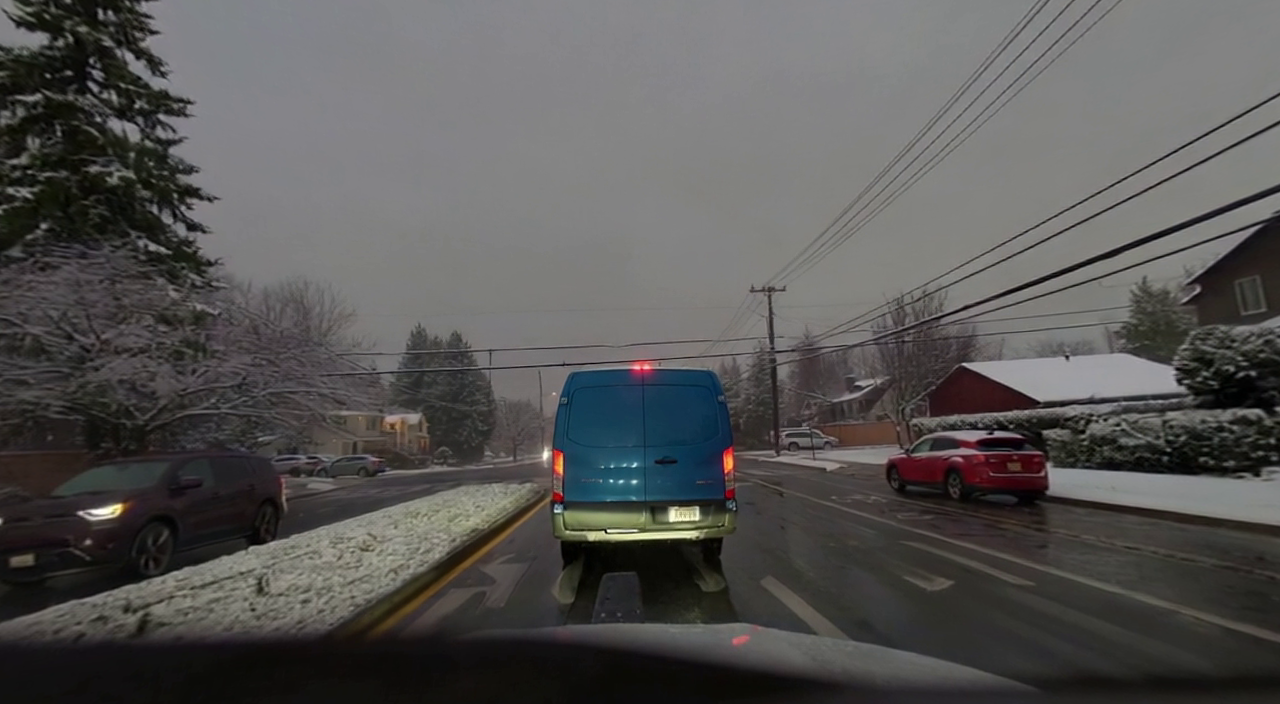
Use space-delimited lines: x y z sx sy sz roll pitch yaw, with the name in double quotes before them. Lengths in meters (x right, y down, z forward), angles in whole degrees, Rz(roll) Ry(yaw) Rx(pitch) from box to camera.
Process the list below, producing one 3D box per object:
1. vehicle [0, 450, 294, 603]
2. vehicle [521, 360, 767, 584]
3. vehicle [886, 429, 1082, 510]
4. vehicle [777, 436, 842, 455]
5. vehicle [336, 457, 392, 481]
"vehicle" -7.472 2.372 9.603 1.997 1.724 4.417 0 -9 -2
"vehicle" 0.035 1.502 8.539 2.342 2.142 4.809 0 -9 0
"vehicle" 7.358 2.547 14.127 1.883 1.504 4.220 0 -9 -2
"vehicle" 13.135 7.287 49.180 4.483 1.463 1.805 0 -9 -1
"vehicle" -18.316 7.781 42.115 1.816 1.445 4.120 0 -9 1
